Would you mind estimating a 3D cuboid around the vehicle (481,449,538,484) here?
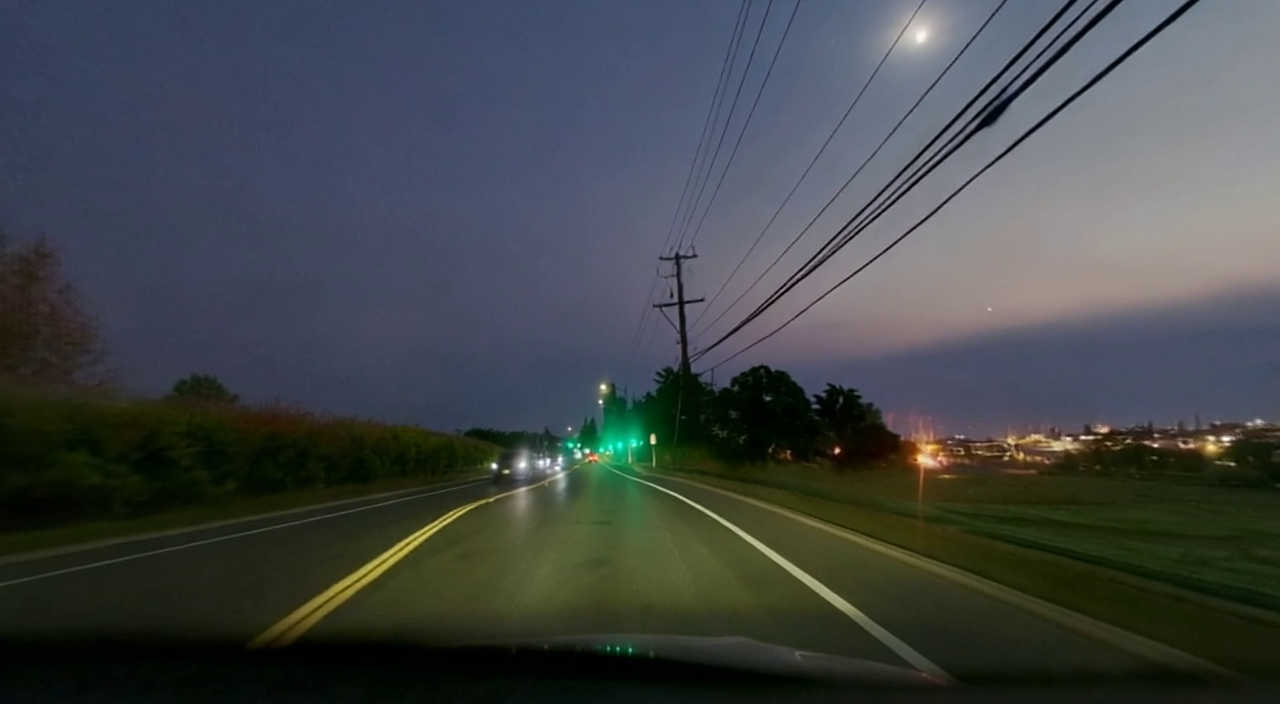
[{"bbox_3d":[-6.668,5.874,32.733,2.121,1.653,4.510,1,-8,-2],"label":"vehicle"}]
